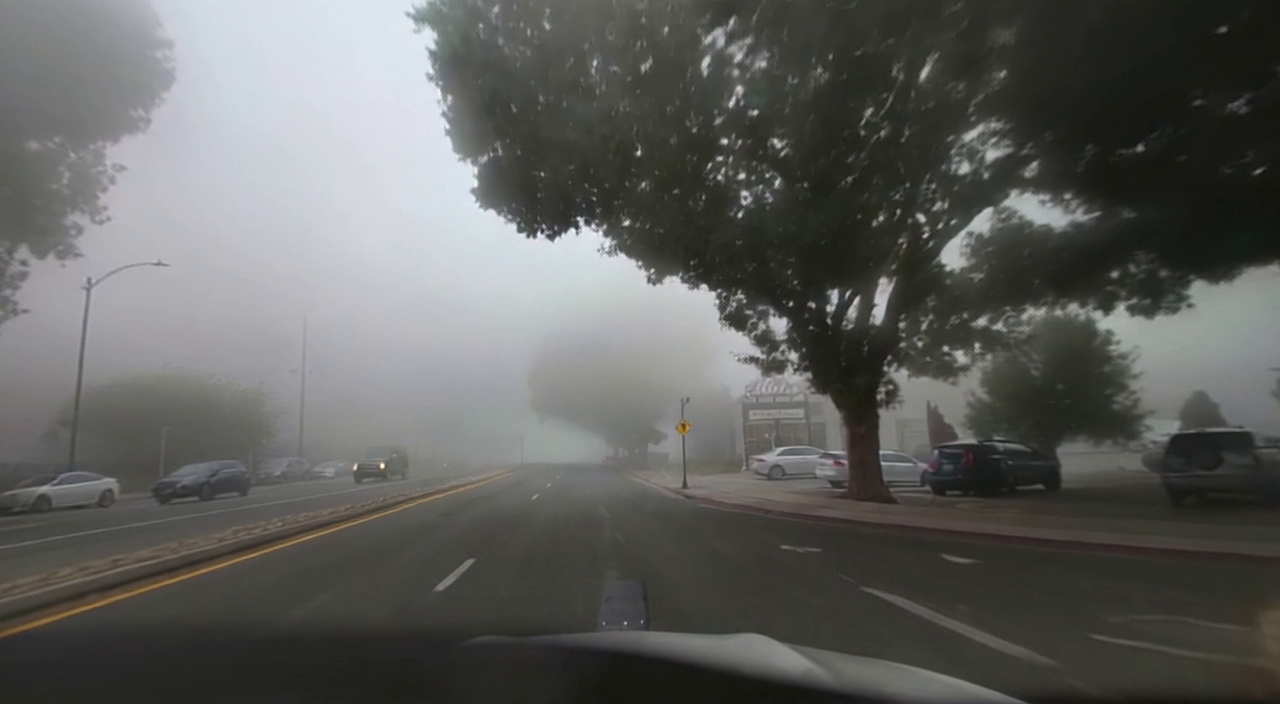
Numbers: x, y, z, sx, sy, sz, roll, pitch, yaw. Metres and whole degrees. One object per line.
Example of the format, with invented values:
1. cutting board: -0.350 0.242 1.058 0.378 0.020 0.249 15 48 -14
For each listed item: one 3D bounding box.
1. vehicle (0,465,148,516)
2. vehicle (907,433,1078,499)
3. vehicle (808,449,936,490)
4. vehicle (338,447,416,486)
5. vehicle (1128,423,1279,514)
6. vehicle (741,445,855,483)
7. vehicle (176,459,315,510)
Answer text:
1. vehicle: -20.145 4.826 22.360 1.842 1.474 4.712 1 -9 -5
2. vehicle: 10.570 3.378 18.904 4.669 1.770 1.896 4 -10 -23
3. vehicle: 8.840 4.463 24.160 4.257 1.474 1.751 2 -9 -11
4. vehicle: -14.569 6.360 35.360 2.228 1.976 5.857 1 -9 -5
5. vehicle: 14.406 2.628 14.553 5.314 1.829 2.018 3 -9 -16
6. vehicle: 7.512 5.357 30.262 4.843 1.748 1.985 1 -9 -8
7. vehicle: -12.875 4.306 20.993 1.951 1.436 4.624 1 -9 -5
